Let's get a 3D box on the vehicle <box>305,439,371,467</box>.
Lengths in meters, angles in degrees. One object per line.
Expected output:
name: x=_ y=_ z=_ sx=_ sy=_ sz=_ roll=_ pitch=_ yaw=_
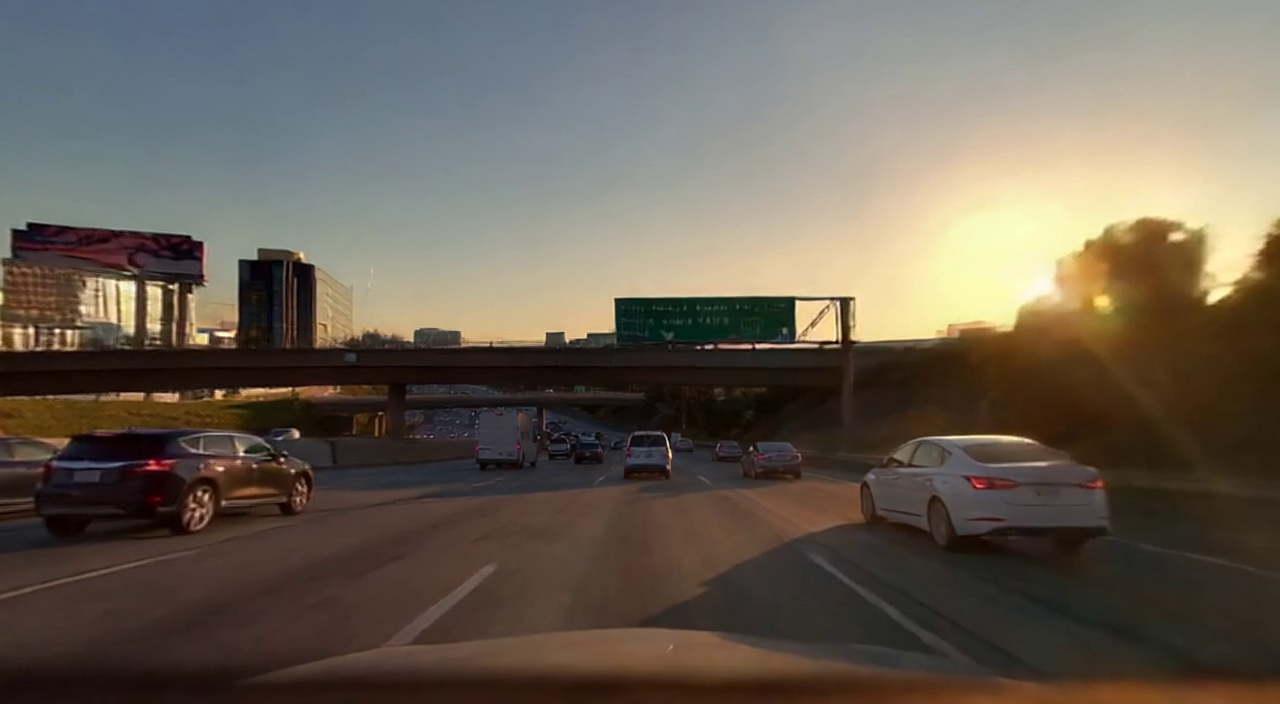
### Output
vehicle: x=-17.073 y=5.723 z=35.852 sx=1.848 sy=1.487 sz=3.805 roll=0 pitch=-8 yaw=1

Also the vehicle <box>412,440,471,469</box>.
vehicle: x=-10.872 y=5.622 z=34.821 sx=1.923 sy=1.480 sz=3.905 roll=0 pitch=-8 yaw=1

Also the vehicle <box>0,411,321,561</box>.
vehicle: x=-6.872 y=1.799 z=9.207 sx=2.021 sy=1.632 sz=4.417 roll=0 pitch=-8 yaw=1

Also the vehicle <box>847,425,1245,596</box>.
vehicle: x=4.297 y=1.720 z=7.829 sx=1.915 sy=1.482 sz=4.537 roll=0 pitch=-8 yaw=0

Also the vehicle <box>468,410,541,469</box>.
vehicle: x=-7.048 y=4.718 z=33.763 sx=2.358 sy=2.817 sz=7.055 roll=0 pitch=-8 yaw=0

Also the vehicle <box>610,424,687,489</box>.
vehicle: x=0.266 y=3.353 z=20.612 sx=2.209 sy=1.863 sz=4.626 roll=0 pitch=-8 yaw=0

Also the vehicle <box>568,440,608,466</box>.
vehicle: x=-3.142 y=6.216 z=39.120 sx=2.079 sy=1.499 sz=4.512 roll=0 pitch=-8 yaw=1

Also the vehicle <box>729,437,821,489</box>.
vehicle: x=4.242 y=3.568 z=20.641 sx=1.942 sy=1.487 sz=4.518 roll=0 pitch=-8 yaw=-1
